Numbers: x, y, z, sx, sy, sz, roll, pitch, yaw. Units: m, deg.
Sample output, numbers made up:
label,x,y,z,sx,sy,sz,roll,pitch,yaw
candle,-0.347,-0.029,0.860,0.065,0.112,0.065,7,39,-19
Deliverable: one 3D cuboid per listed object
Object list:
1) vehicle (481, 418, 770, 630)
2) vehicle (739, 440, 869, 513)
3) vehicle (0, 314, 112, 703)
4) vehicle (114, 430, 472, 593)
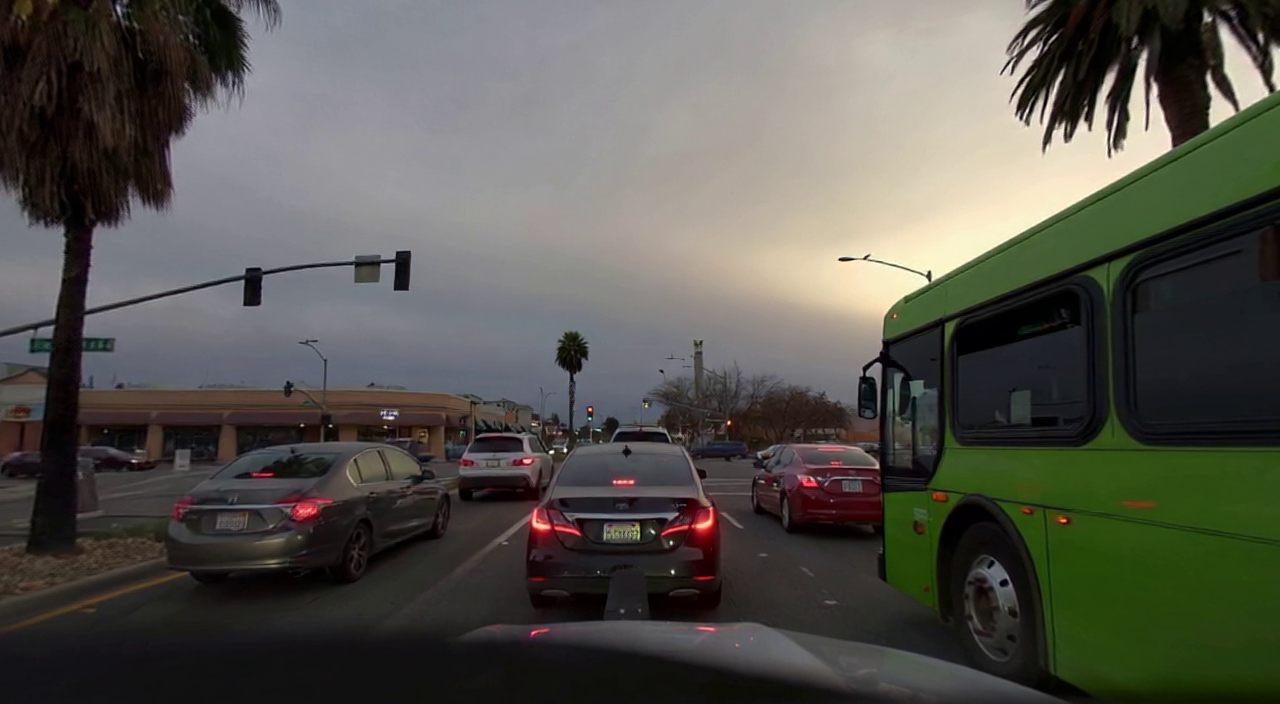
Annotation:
label,x,y,z,sx,sy,sz,roll,pitch,yaw
vehicle,-0.113,1.521,6.503,2.060,1.499,3.831,0,-9,0
vehicle,3.704,2.879,15.168,1.989,1.467,4.364,0,-9,1
vehicle,-3.569,0.468,0.338,2.145,1.824,4.974,0,-9,2
vehicle,-3.628,1.721,7.705,1.919,1.415,4.178,0,-9,1
